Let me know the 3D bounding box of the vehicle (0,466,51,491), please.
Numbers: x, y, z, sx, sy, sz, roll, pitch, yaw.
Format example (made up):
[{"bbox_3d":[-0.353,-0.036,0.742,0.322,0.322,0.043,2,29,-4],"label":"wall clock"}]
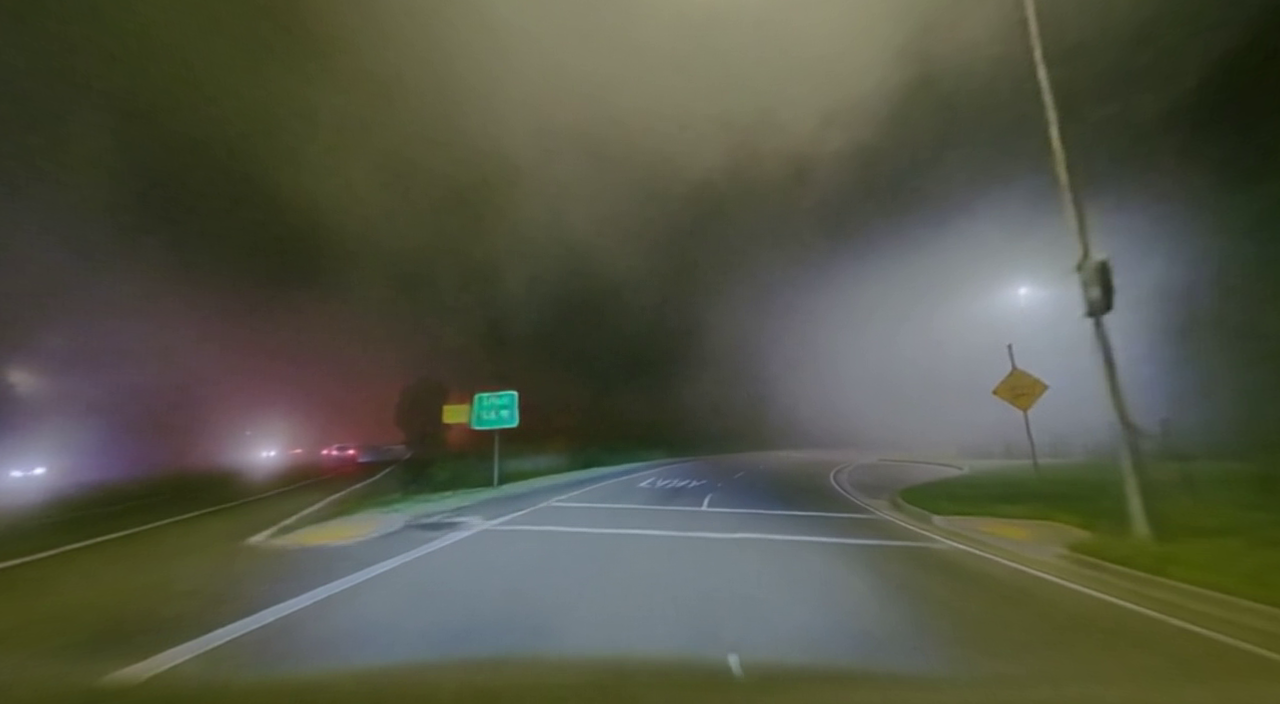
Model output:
[{"bbox_3d":[-41.209,8.315,41.534,1.869,1.449,4.225,2,-9,-18],"label":"vehicle"}]

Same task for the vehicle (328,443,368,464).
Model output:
[{"bbox_3d":[-21.460,7.466,46.554,2.108,1.472,4.099,2,-9,-18],"label":"vehicle"}]
